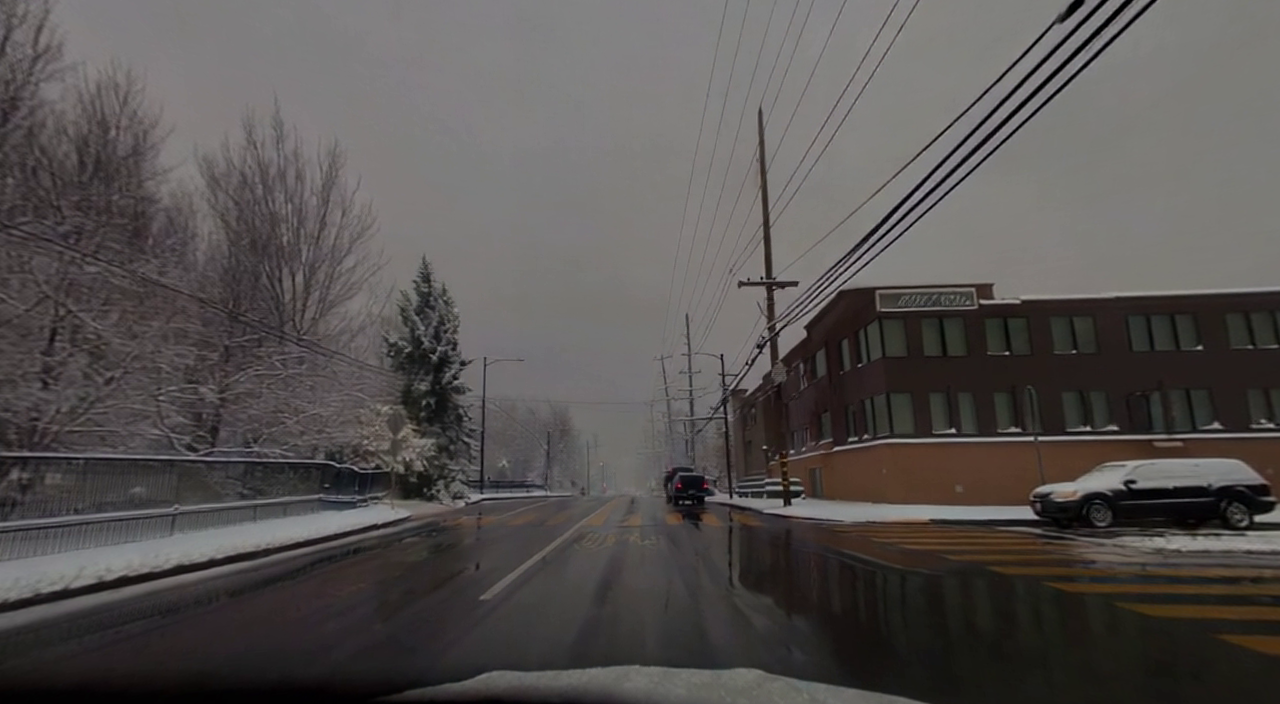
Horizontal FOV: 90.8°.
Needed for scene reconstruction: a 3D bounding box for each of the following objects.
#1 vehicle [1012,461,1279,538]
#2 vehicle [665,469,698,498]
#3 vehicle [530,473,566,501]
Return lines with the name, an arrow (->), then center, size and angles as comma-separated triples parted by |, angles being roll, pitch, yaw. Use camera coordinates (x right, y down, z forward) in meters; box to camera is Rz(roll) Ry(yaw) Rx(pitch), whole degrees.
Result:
vehicle -> 11.460, 3.256, 14.284 | 4.771, 1.492, 2.107 | 0, -8, -2
vehicle -> 2.870, 9.340, 45.126 | 1.953, 1.774, 5.008 | 0, -8, -1
vehicle -> -6.614, 9.699, 45.669 | 1.913, 1.682, 4.365 | 0, -8, 0
